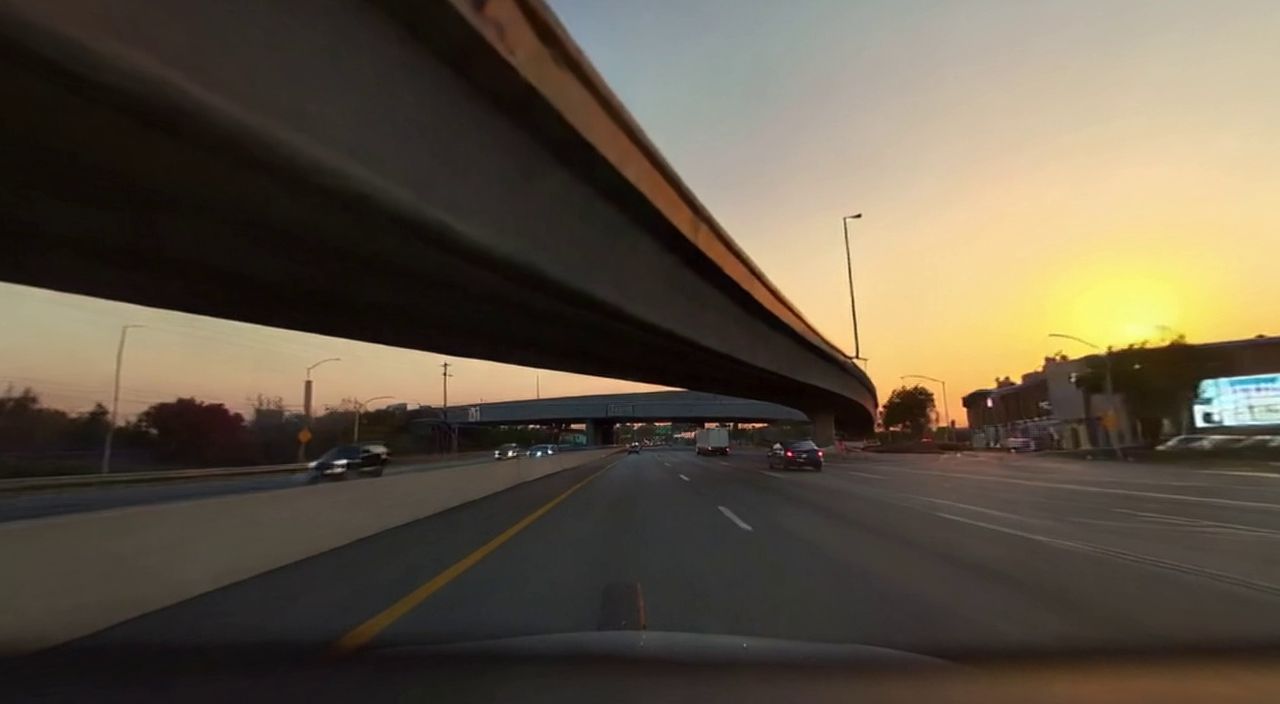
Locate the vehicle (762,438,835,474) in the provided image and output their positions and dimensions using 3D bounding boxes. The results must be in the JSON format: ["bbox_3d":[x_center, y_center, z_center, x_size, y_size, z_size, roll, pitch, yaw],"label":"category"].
[{"bbox_3d":[7.305,4.844,29.563,2.079,1.518,5.032,0,-8,-1],"label":"vehicle"}]

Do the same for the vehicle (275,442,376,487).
[{"bbox_3d":[-14.222,5.089,28.801,2.056,1.850,4.868,0,-8,1],"label":"vehicle"}]
